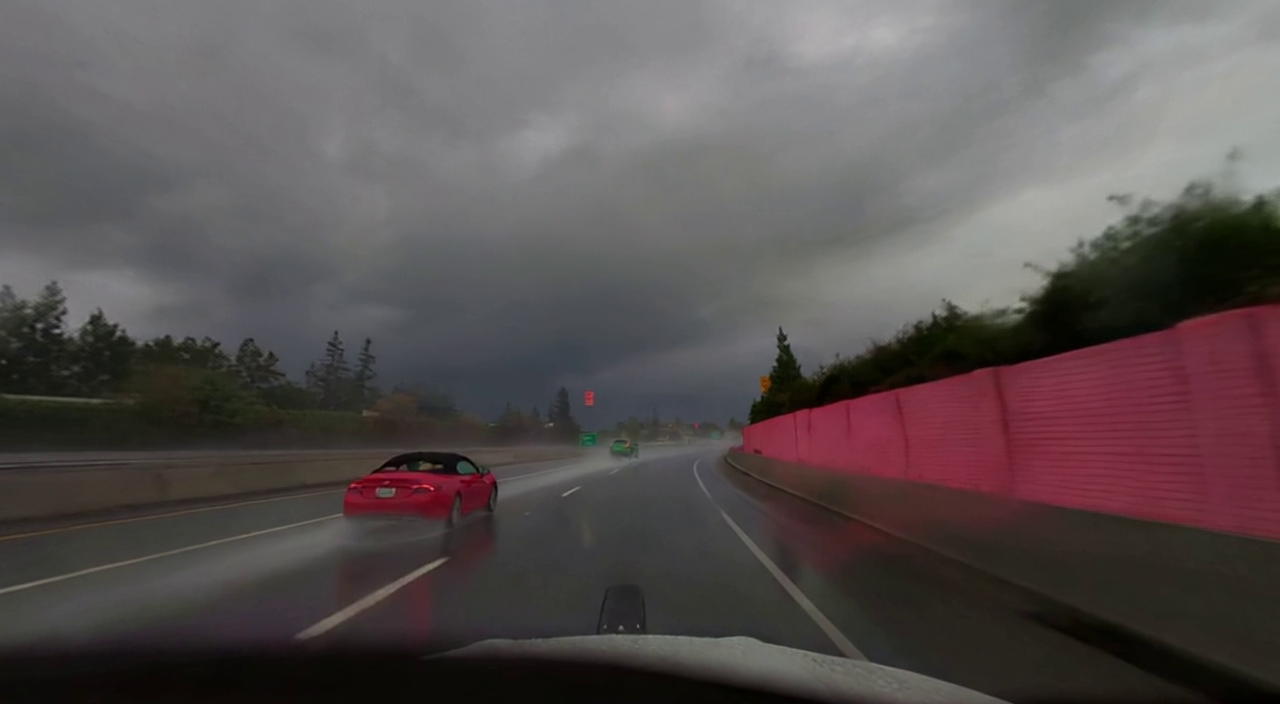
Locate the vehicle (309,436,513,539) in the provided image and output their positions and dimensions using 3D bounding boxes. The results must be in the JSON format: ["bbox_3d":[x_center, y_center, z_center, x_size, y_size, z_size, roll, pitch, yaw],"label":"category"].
[{"bbox_3d":[-3.629,2.217,10.976,1.746,1.405,4.339,-1,-9,3],"label":"vehicle"}]

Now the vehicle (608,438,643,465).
[{"bbox_3d":[-0.919,6.588,41.889,1.833,1.697,3.984,-1,-9,6],"label":"vehicle"}]
